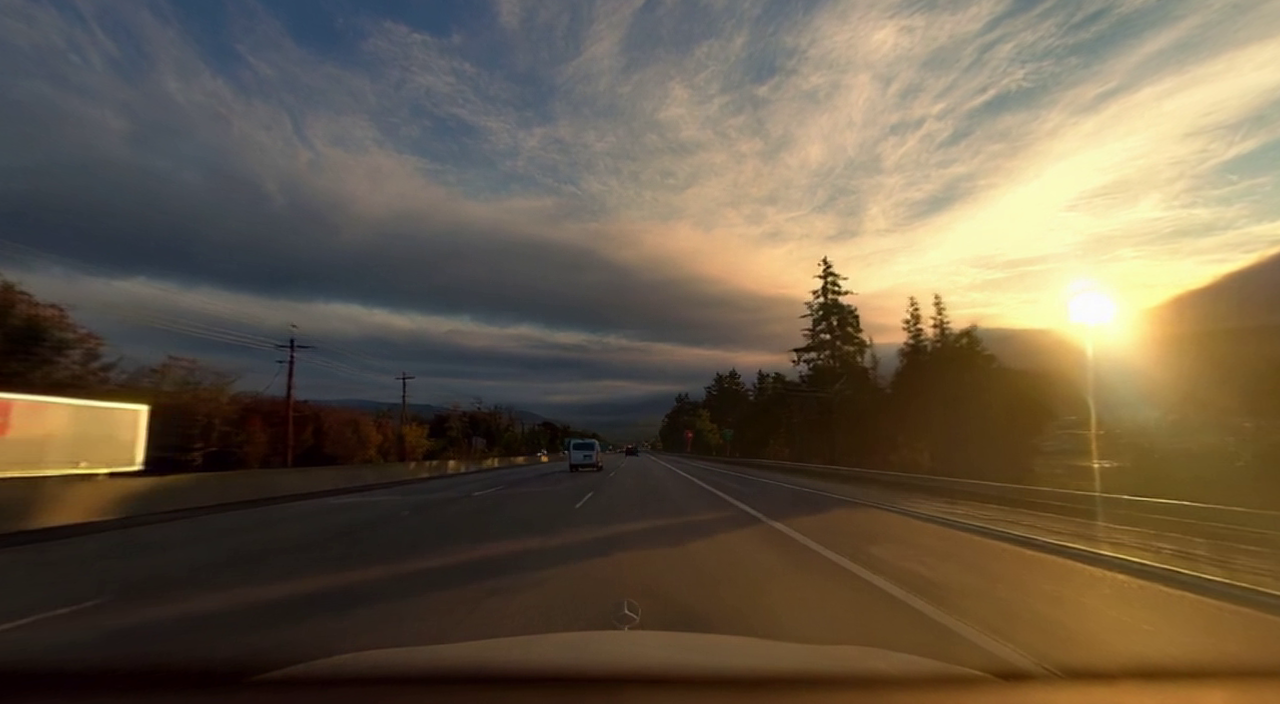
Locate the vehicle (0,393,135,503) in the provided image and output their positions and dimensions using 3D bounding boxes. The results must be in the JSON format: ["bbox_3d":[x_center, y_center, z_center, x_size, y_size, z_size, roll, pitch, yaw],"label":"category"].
[{"bbox_3d":[-24.206,3.634,23.889,2.928,3.860,8.514,0,-9,0],"label":"vehicle"}]

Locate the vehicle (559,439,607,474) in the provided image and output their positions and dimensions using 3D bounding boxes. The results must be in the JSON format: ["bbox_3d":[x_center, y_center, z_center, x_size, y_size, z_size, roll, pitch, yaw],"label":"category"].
[{"bbox_3d":[-3.315,6.256,37.978,2.349,1.973,5.419,0,-9,0],"label":"vehicle"}]
